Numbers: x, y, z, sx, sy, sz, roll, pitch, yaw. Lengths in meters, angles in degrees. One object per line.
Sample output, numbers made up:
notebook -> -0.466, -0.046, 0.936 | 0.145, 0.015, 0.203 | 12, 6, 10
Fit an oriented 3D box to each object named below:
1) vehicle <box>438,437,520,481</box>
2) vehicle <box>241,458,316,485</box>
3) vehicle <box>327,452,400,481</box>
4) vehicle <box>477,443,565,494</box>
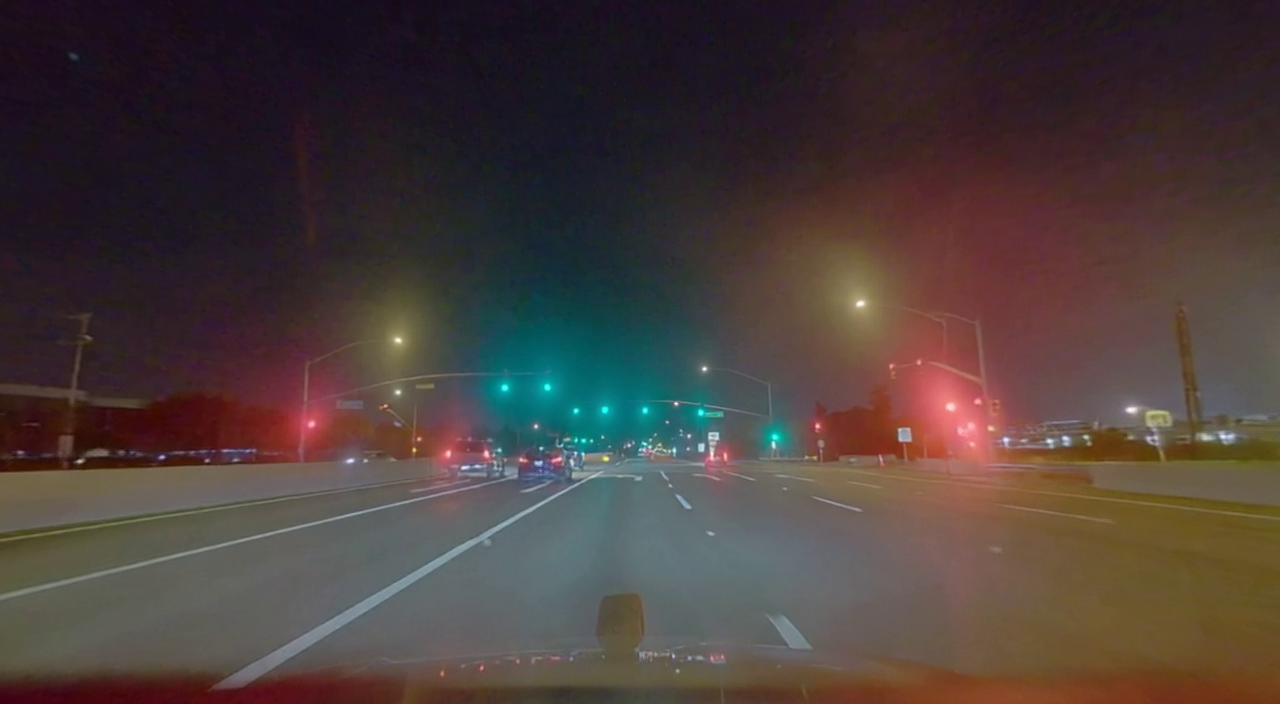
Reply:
vehicle -> -7.197, 4.850, 28.948 | 2.185, 1.810, 5.589 | 0, -8, 1
vehicle -> -22.512, 7.408, 39.538 | 1.863, 1.477, 4.730 | 0, -9, 1
vehicle -> -15.840, 6.558, 36.481 | 1.971, 1.548, 4.907 | 0, -9, 1
vehicle -> -3.726, 3.732, 20.658 | 2.018, 1.463, 4.603 | 0, -9, 0
